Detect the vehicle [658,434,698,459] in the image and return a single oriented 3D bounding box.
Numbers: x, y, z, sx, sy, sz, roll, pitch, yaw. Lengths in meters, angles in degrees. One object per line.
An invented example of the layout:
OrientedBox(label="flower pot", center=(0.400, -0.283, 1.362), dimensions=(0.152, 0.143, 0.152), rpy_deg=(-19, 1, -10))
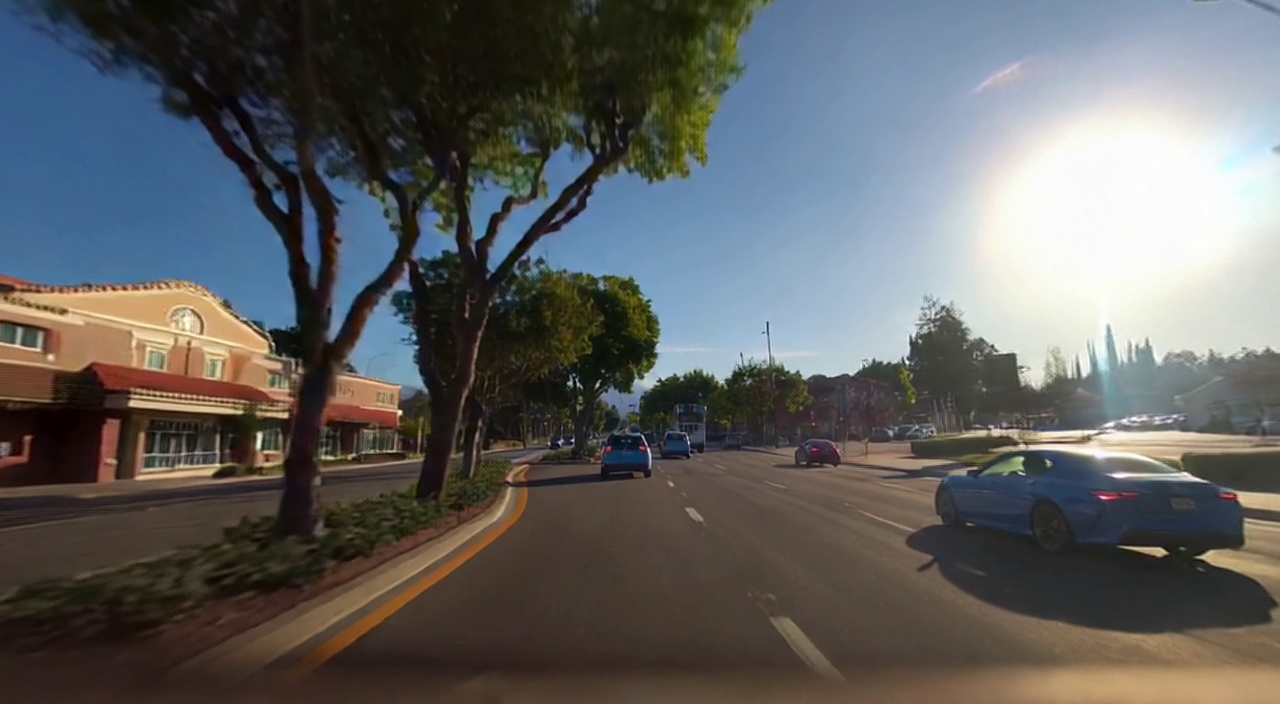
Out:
OrientedBox(label="vehicle", center=(2.285, 5.874, 39.258), dimensions=(2.078, 1.471, 4.142), rpy_deg=(0, -9, -2))

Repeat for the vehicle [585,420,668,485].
OrientedBox(label="vehicle", center=(-0.437, 3.084, 19.481), dimensions=(2.266, 1.762, 4.131), rpy_deg=(0, -9, -2))

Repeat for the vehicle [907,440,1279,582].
OrientedBox(label="vehicle", center=(5.548, 1.806, 8.092), dimensions=(2.258, 1.294, 4.312), rpy_deg=(0, -9, -2))

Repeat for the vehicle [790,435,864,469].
OrientedBox(label="vehicle", center=(8.727, 4.720, 29.922), dimensions=(2.045, 1.484, 4.342), rpy_deg=(0, -9, -2))
